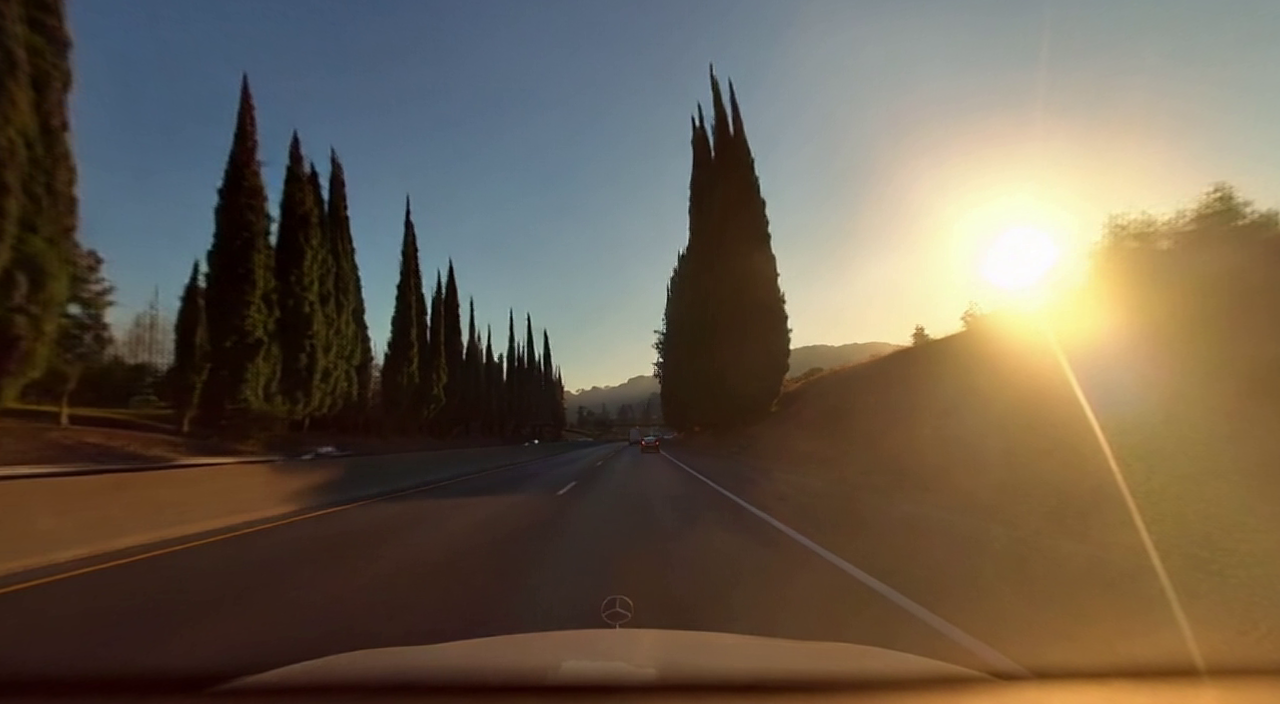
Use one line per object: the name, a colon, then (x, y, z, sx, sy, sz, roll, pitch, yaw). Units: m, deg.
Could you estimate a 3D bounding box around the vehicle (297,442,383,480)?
vehicle: (-12.104, 4.389, 25.699, 1.719, 1.370, 3.942, 0, -8, -3)
